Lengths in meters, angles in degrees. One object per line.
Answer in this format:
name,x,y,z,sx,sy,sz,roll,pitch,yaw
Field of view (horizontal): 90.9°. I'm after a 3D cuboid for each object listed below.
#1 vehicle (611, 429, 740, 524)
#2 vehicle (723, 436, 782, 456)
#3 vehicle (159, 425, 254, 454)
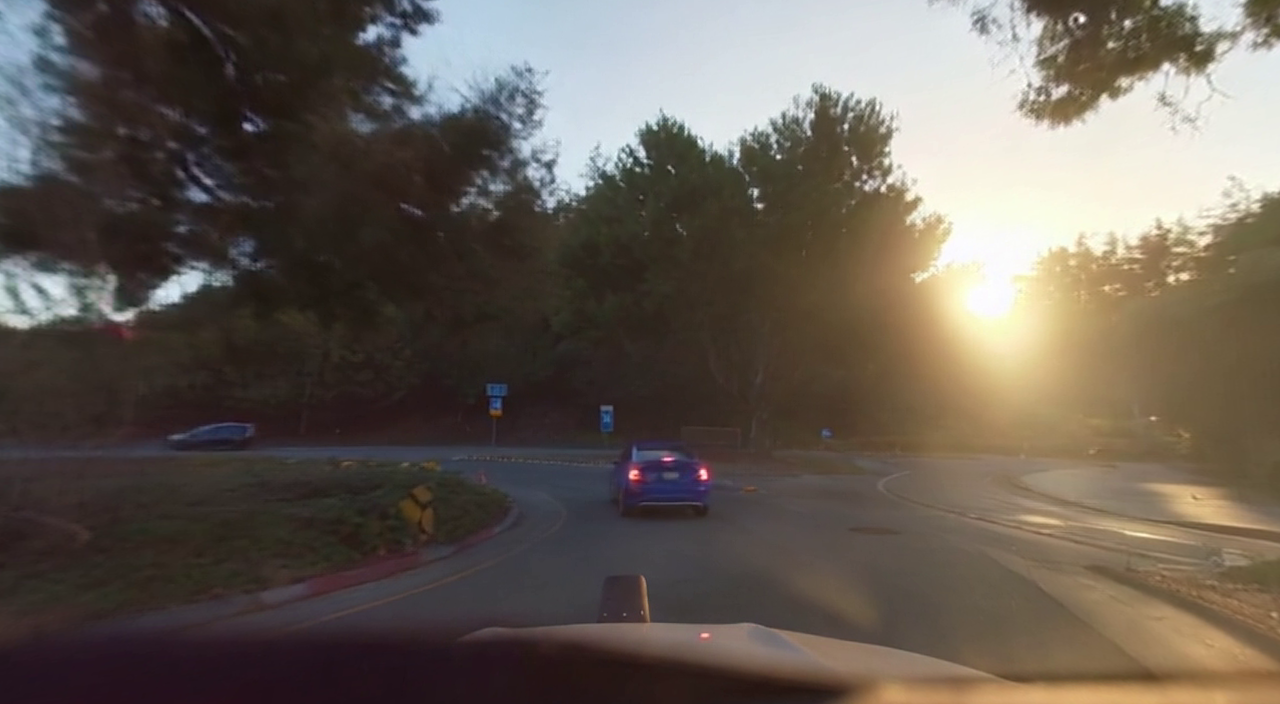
vehicle,0.531,2.485,13.039,2.078,1.607,4.010,0,-9,-5
vehicle,8.713,7.316,48.978,4.111,1.551,1.839,3,-10,-22
vehicle,-24.567,5.018,35.893,4.045,1.569,1.781,3,-10,-23
